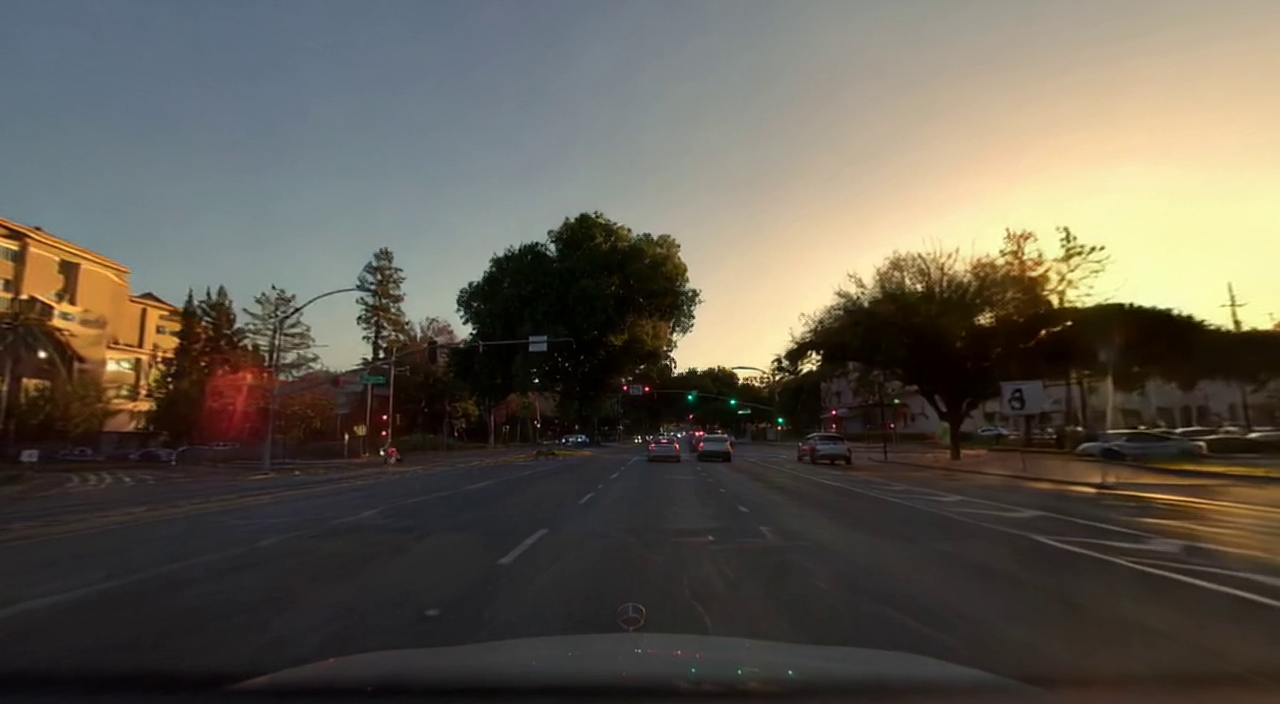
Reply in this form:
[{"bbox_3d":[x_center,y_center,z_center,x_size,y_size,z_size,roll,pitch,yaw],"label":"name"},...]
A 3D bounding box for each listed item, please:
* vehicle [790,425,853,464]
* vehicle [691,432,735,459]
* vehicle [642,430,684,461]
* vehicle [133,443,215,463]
[{"bbox_3d":[9.454,4.854,33.316,2.132,1.892,4.851,-1,-8,3],"label":"vehicle"},{"bbox_3d":[4.061,5.317,35.765,1.994,1.436,4.169,0,-8,0],"label":"vehicle"},{"bbox_3d":[1.199,4.994,33.625,2.099,1.516,4.681,0,-8,2],"label":"vehicle"},{"bbox_3d":[-35.015,7.584,47.460,4.448,1.422,1.890,2,-9,-11],"label":"vehicle"}]
